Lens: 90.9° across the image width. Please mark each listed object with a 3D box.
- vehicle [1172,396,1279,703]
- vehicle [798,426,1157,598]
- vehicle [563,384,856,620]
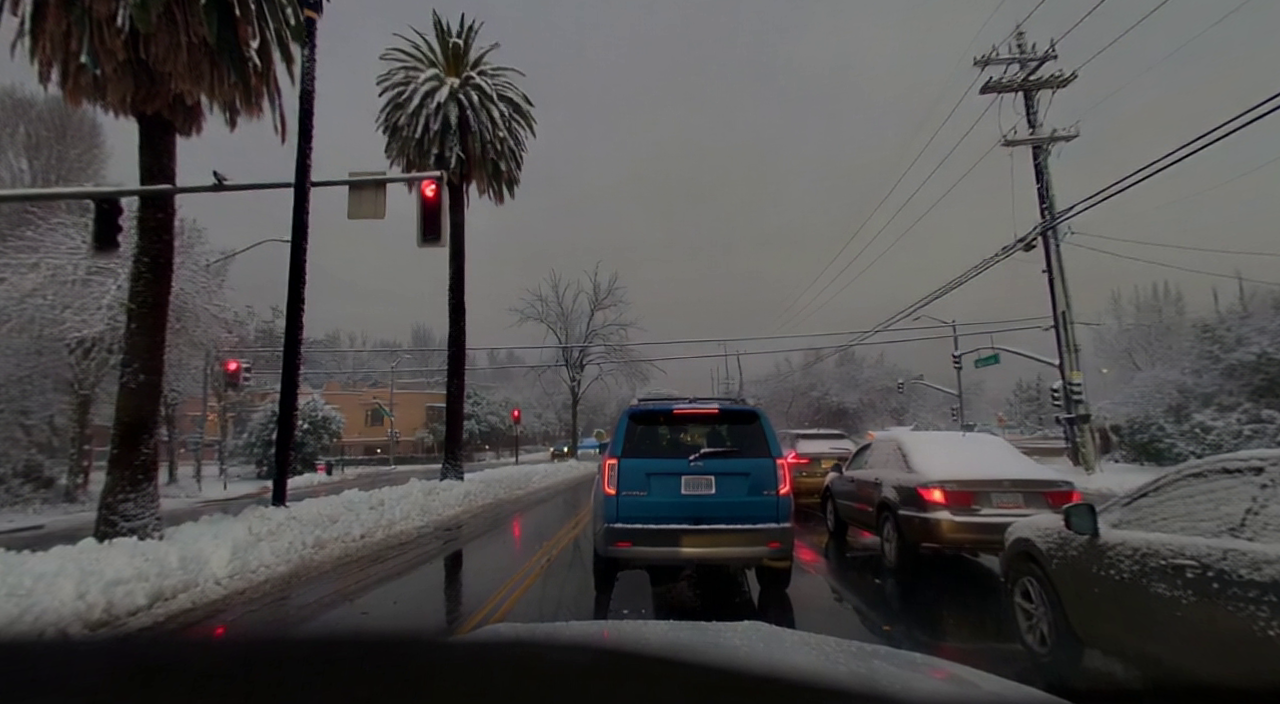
[{"bbox_3d":[3.361,0.652,0.677,1.805,1.485,4.348,0,-9,1],"label":"vehicle"},{"bbox_3d":[3.453,1.703,7.620,1.895,1.456,4.255,0,-9,-1],"label":"vehicle"},{"bbox_3d":[0.459,1.455,7.014,2.228,1.780,4.269,0,-9,-2],"label":"vehicle"}]
